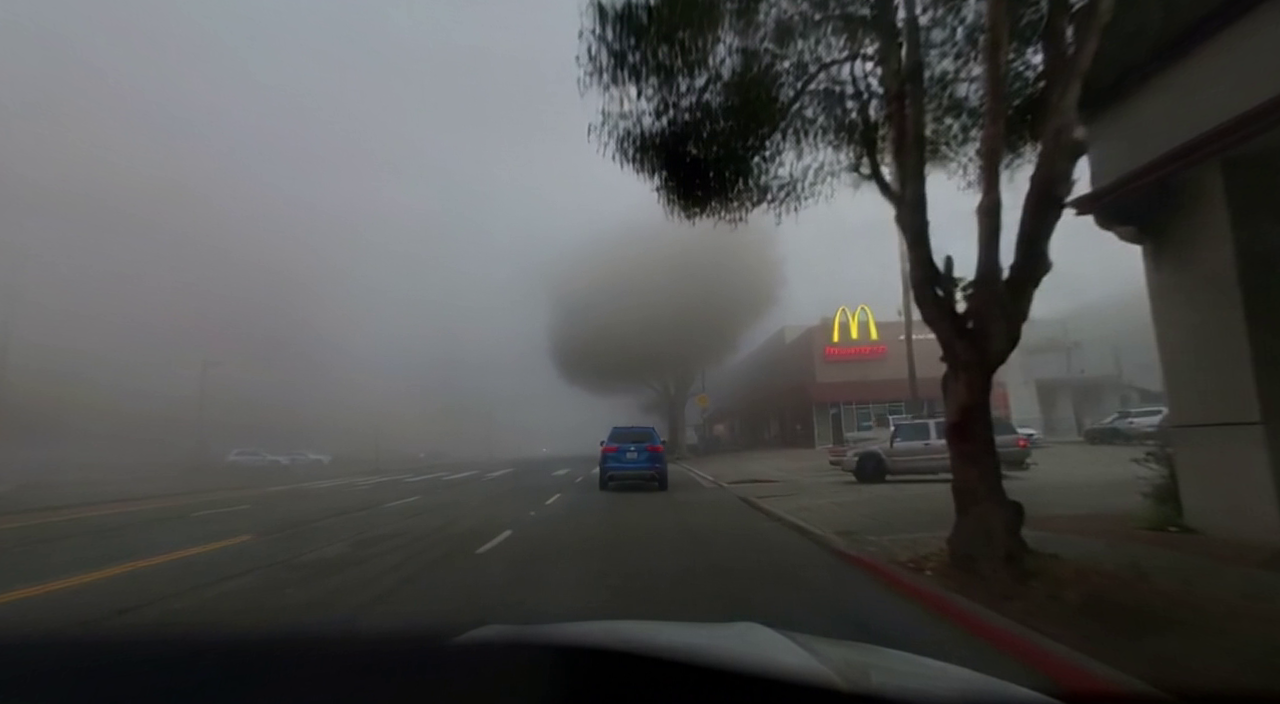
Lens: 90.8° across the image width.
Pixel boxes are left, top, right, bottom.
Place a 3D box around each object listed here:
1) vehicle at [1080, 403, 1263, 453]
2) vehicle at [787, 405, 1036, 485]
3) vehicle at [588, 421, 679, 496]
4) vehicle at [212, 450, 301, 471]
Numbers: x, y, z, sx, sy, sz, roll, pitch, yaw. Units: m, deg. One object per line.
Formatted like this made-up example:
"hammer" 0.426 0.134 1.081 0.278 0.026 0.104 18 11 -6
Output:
"vehicle" 19.918 2.977 24.136 2.080 1.702 5.430 0 -9 -3
"vehicle" 6.192 2.197 14.967 4.828 1.733 2.231 0 -9 -1
"vehicle" -0.198 2.892 17.458 2.234 1.818 3.869 0 -9 -1
"vehicle" -27.104 7.666 44.868 5.154 1.343 1.943 4 -9 -23
